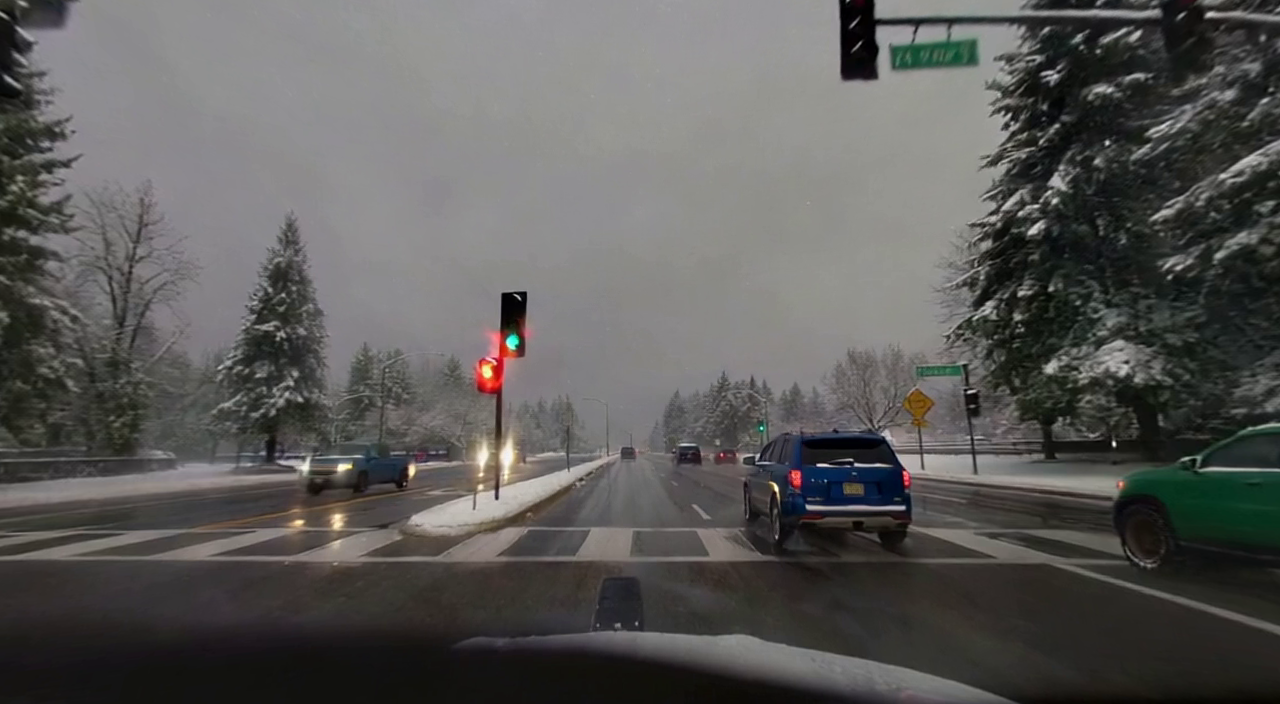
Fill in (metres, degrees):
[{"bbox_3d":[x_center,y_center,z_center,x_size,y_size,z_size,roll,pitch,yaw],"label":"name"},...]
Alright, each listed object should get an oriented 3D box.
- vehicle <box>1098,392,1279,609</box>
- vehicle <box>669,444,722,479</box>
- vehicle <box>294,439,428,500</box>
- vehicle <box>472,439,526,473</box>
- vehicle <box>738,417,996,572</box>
[{"bbox_3d":[6.492,1.200,4.964,2.153,1.811,4.595,0,-8,-2],"label":"vehicle"},{"bbox_3d":[2.512,5.096,29.612,1.980,1.484,4.093,0,-8,-2],"label":"vehicle"},{"bbox_3d":[-8.750,3.696,20.288,2.115,1.711,4.602,0,-8,1],"label":"vehicle"},{"bbox_3d":[-9.185,6.805,41.557,2.215,2.062,5.360,0,-8,1],"label":"vehicle"},{"bbox_3d":[2.847,1.885,9.108,2.075,1.698,4.142,0,-8,-1],"label":"vehicle"}]
